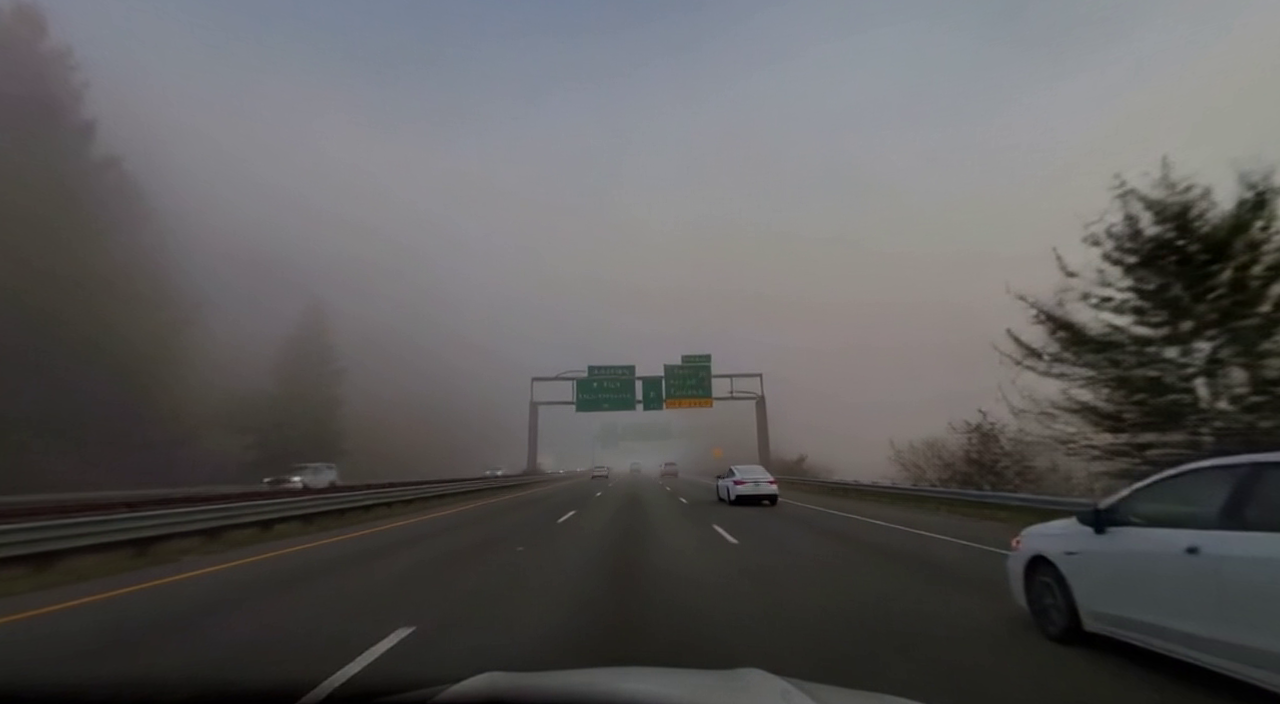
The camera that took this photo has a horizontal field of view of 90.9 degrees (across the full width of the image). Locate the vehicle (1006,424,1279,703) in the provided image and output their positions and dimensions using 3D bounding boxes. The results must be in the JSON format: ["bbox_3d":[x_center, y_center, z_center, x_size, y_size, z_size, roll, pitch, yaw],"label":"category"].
[{"bbox_3d":[4.106,1.122,2.835,2.010,1.579,4.679,1,-10,-1],"label":"vehicle"}]

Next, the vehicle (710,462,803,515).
[{"bbox_3d":[3.605,4.369,20.463,2.051,1.472,4.547,1,-10,-1],"label":"vehicle"}]

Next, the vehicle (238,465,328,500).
[{"bbox_3d":[-16.285,5.966,28.958,1.758,1.449,3.912,1,-10,1],"label":"vehicle"}]
